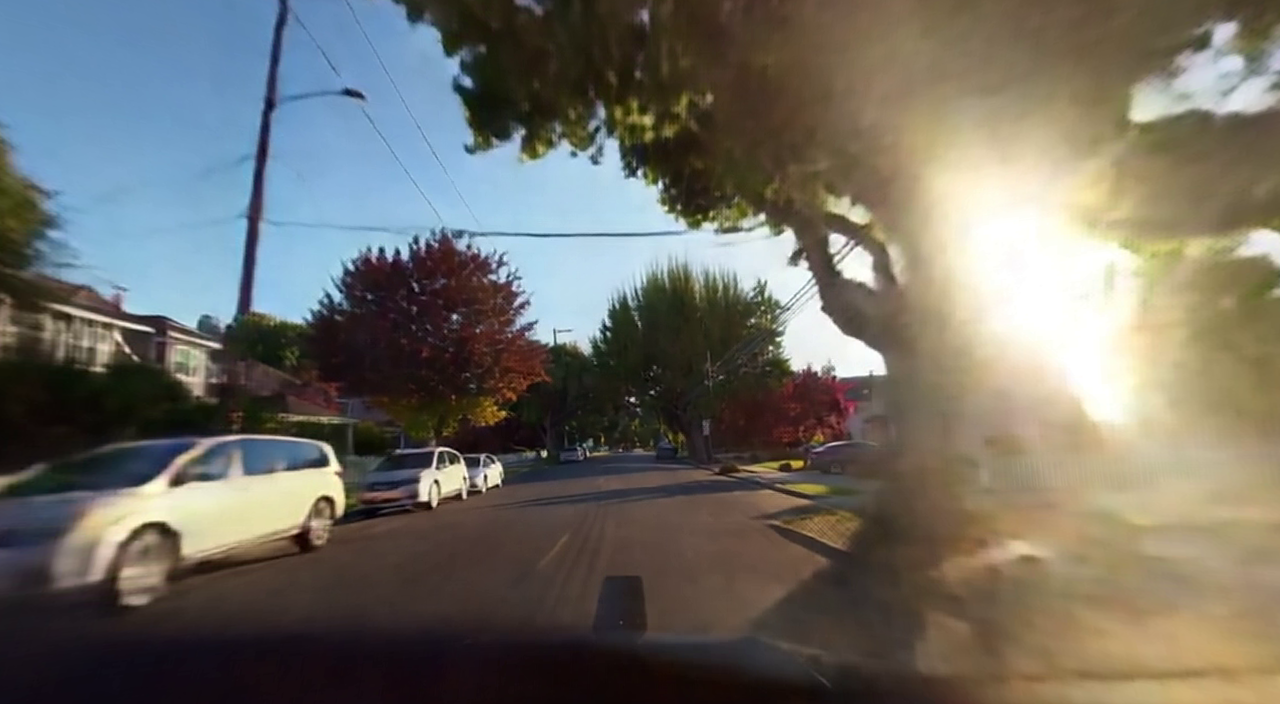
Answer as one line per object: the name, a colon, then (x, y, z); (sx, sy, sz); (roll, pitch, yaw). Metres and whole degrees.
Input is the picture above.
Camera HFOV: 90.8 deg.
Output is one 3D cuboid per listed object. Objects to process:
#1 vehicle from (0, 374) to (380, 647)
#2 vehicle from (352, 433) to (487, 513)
vehicle: (-5.585, 1.686, 7.679); (2.411, 1.979, 5.915); (-5, -8, -1)
vehicle: (-5.956, 3.305, 17.856); (2.015, 1.766, 5.450); (-3, -8, -2)
